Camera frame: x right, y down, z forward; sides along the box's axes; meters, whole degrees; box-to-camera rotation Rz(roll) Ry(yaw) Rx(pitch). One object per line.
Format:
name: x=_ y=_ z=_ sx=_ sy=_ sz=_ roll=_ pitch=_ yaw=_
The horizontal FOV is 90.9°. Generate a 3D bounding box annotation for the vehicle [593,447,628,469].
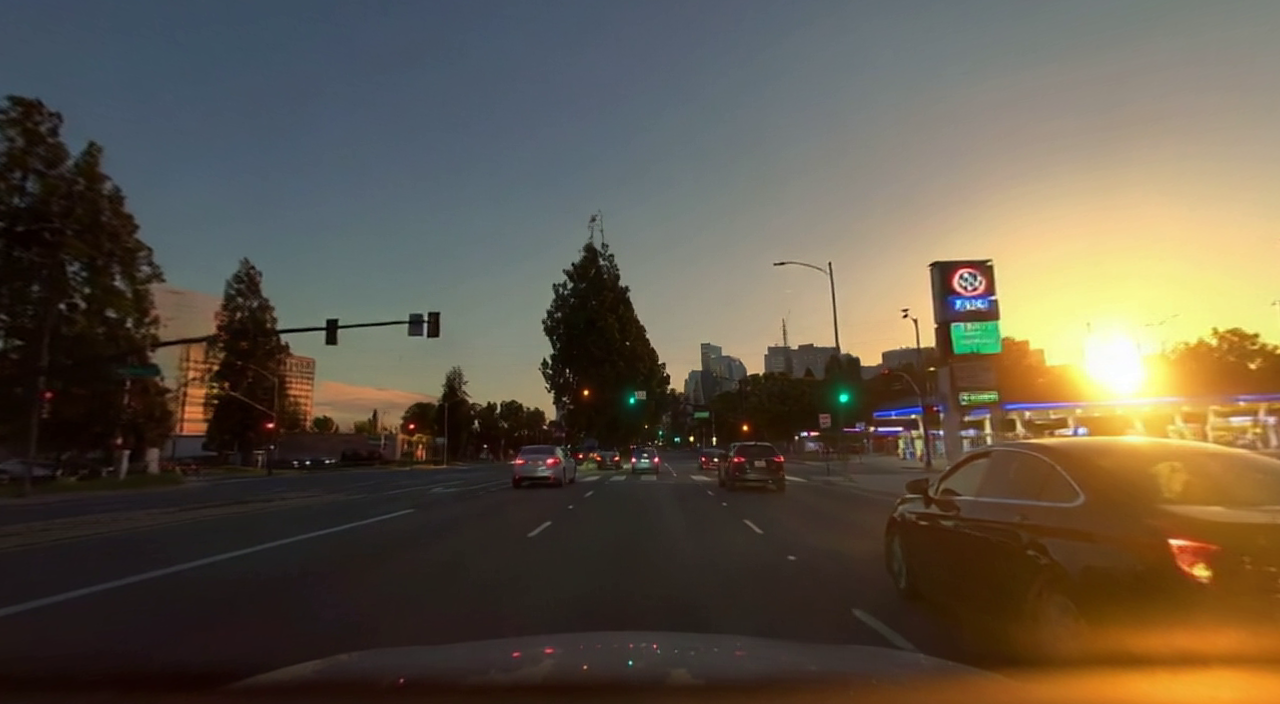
vehicle: x=-2.090 y=7.658 z=45.692 sx=2.192 sy=1.463 sz=4.211 roll=0 pitch=-8 yaw=2

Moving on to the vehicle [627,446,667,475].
vehicle: x=0.373 y=6.028 z=35.420 sx=2.104 sy=1.477 sz=4.591 roll=0 pitch=-8 yaw=1

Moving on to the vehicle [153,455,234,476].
vehicle: x=-33.813 y=8.609 z=47.812 sx=4.652 sy=1.453 sz=1.945 roll=0 pitch=-8 yaw=1

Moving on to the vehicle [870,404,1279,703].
vehicle: x=3.574 y=1.266 z=4.557 sx=2.038 sy=1.499 sz=4.868 roll=0 pitch=-8 yaw=1

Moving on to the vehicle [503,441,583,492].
vehicle: x=-3.306 y=3.991 z=22.363 sx=2.023 sy=1.607 sz=4.086 roll=-1 pitch=-8 yaw=2

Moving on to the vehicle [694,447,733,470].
vehicle: x=4.939 y=7.201 z=42.856 sx=2.174 sy=1.462 sz=4.400 roll=0 pitch=-8 yaw=1

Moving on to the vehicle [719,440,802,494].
vehicle: x=4.047 y=3.921 z=21.927 sx=2.022 sy=1.683 sz=4.171 roll=0 pitch=-8 yaw=0
